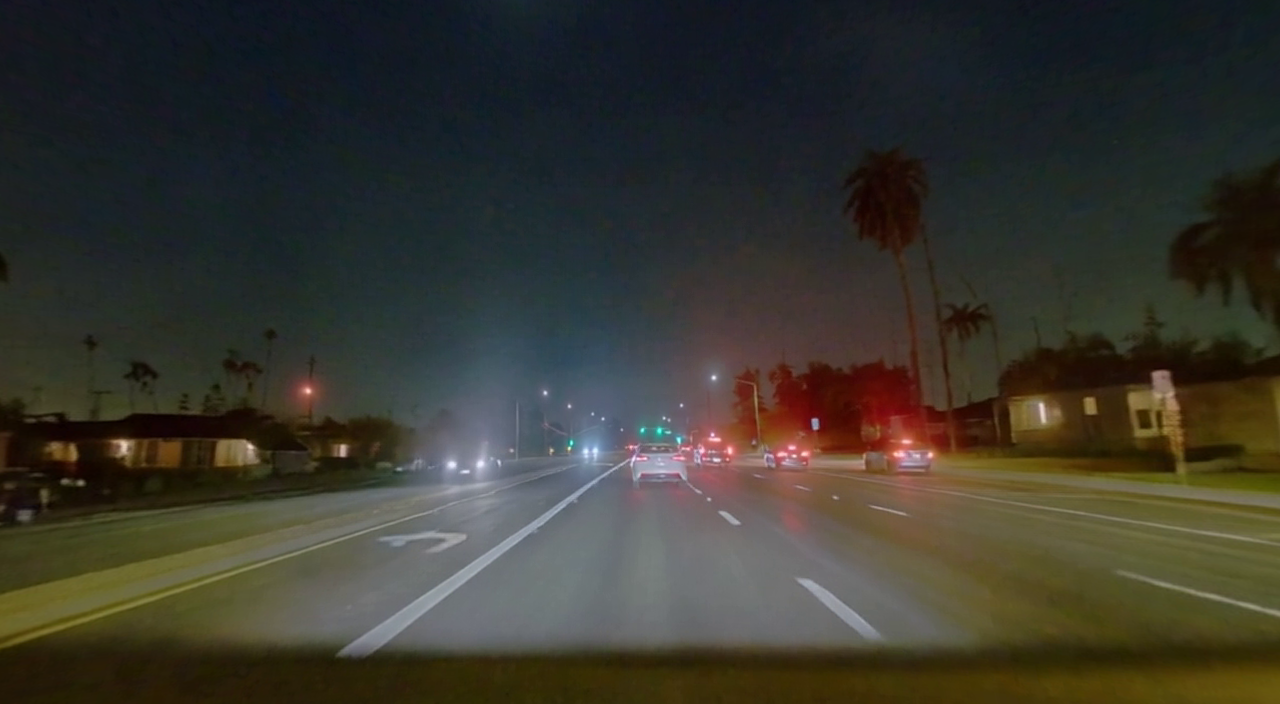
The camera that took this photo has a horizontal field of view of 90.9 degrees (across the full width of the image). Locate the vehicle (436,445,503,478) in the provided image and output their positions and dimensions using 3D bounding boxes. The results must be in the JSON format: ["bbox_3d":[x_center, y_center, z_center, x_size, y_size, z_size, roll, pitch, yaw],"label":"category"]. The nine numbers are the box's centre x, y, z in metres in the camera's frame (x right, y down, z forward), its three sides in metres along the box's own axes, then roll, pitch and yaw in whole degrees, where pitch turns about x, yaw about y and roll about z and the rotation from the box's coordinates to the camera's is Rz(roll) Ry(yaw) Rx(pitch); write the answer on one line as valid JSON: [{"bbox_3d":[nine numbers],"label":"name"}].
[{"bbox_3d":[-8.288,5.358,31.118,1.951,1.499,4.710,0,-8,1],"label":"vehicle"}]

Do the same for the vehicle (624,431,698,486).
[{"bbox_3d":[0.609,3.601,21.637,2.289,1.679,4.180,0,-8,-1],"label":"vehicle"}]

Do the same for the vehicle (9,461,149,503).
[{"bbox_3d":[-23.492,5.421,26.668,1.834,1.499,4.346,0,-8,1],"label":"vehicle"}]

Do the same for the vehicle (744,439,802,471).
[{"bbox_3d":[6.595,5.162,31.746,1.897,1.477,4.360,0,-8,0],"label":"vehicle"}]
